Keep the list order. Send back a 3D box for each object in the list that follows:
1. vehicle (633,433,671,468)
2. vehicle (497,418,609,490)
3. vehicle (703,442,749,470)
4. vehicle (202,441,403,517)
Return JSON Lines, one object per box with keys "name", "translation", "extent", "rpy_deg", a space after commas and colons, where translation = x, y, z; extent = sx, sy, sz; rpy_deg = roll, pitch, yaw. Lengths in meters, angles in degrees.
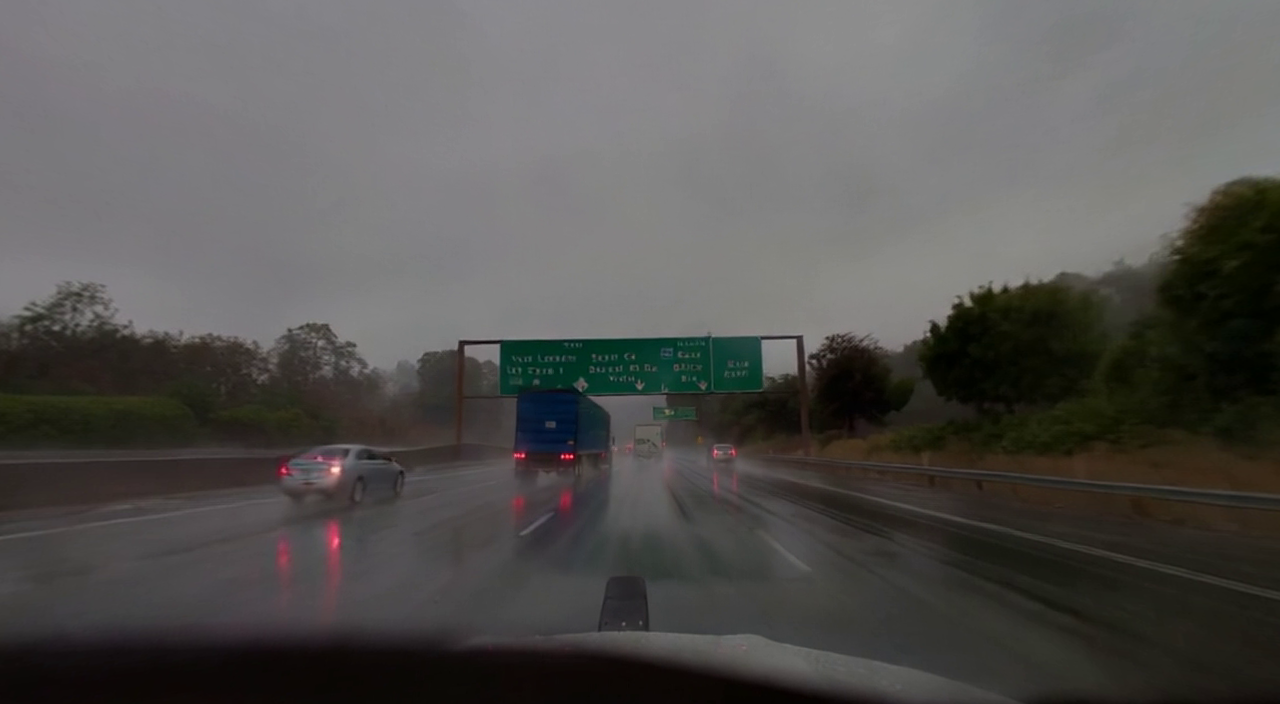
{"name": "vehicle", "translation": [0.764, 6.306, 40.566], "extent": [2.309, 2.023, 5.130], "rpy_deg": [0, -8, 1]}
{"name": "vehicle", "translation": [-3.309, 4.620, 29.380], "extent": [2.854, 2.379, 16.653], "rpy_deg": [0, -8, 0]}
{"name": "vehicle", "translation": [4.794, 5.858, 35.645], "extent": [1.993, 1.474, 4.230], "rpy_deg": [0, -8, 0]}
{"name": "vehicle", "translation": [-7.328, 2.767, 14.389], "extent": [1.965, 1.437, 4.592], "rpy_deg": [0, -8, 1]}
